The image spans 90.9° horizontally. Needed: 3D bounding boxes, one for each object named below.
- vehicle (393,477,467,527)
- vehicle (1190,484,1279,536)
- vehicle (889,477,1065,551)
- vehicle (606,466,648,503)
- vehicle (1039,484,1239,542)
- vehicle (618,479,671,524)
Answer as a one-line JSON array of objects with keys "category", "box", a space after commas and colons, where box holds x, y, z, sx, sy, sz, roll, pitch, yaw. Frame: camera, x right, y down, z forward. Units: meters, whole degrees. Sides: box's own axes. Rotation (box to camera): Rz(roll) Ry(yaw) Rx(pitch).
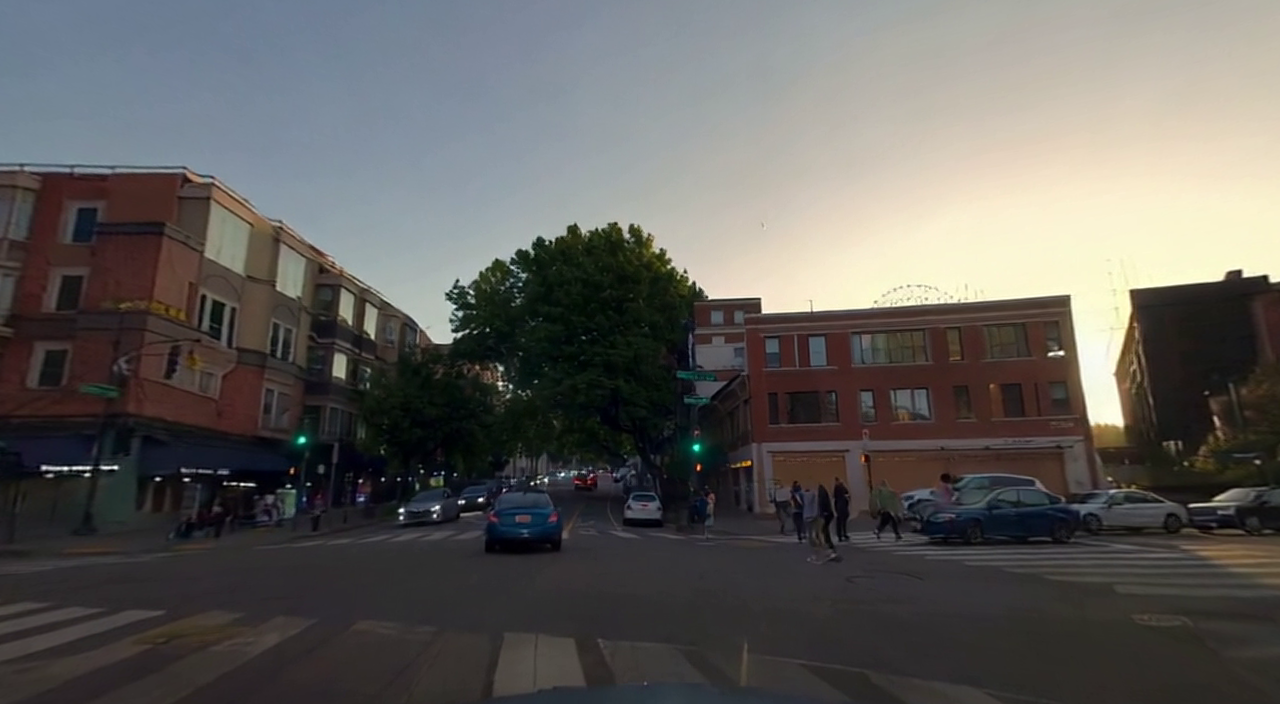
[{"category": "vehicle", "box": [-9.661, 6.911, 29.433, 2.226, 1.896, 4.438, 0, -9, -4]}, {"category": "vehicle", "box": [23.647, 5.784, 23.281, 4.734, 1.605, 2.186, 0, -9, -5]}, {"category": "vehicle", "box": [11.921, 5.713, 22.551, 4.974, 2.266, 2.324, 1, -9, -7]}, {"category": "vehicle", "box": [-0.883, 8.240, 39.433, 2.365, 1.994, 4.259, 0, -9, -5]}, {"category": "vehicle", "box": [18.032, 5.795, 22.968, 5.345, 1.747, 2.410, 0, -9, -5]}, {"category": "vehicle", "box": [0.141, 7.099, 30.196, 1.908, 1.741, 4.066, 1, -9, -9]}]
